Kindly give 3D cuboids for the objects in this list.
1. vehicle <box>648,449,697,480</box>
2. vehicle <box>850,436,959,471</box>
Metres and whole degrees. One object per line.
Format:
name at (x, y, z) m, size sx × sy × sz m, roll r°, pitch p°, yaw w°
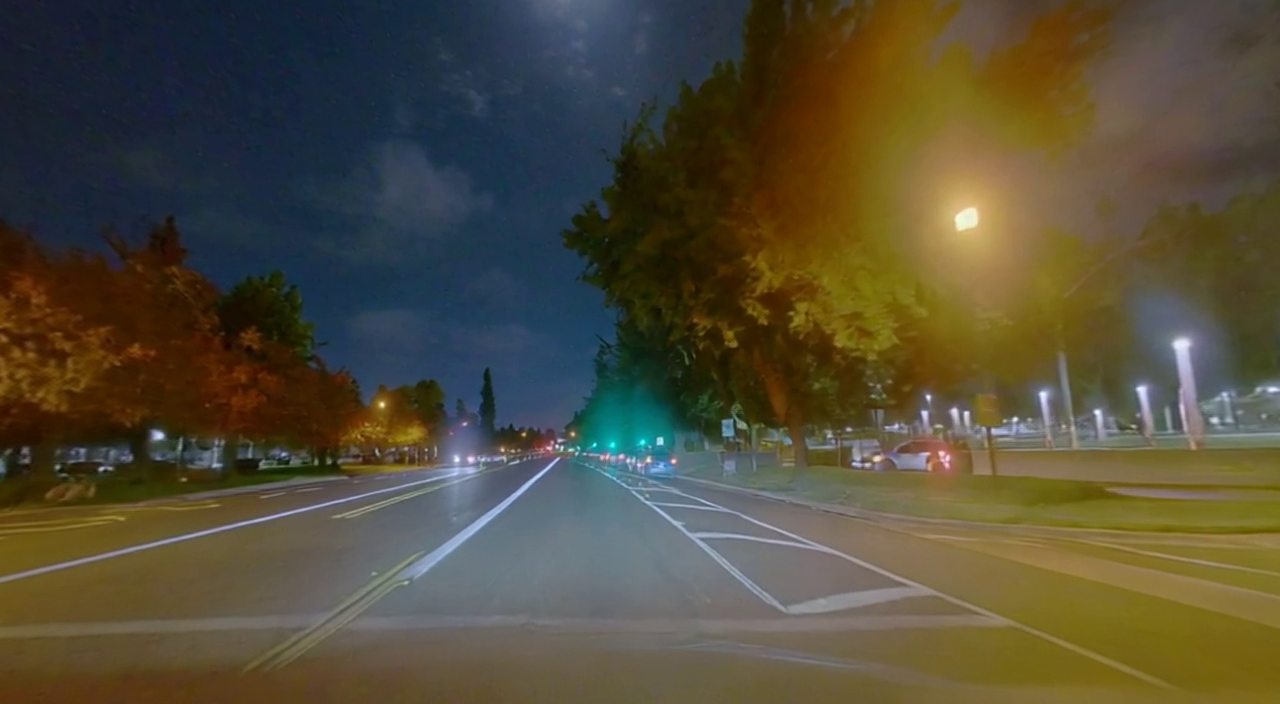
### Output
vehicle at (1.638, 5.892, 33.352) m, size 1.866 × 1.492 × 4.093 m, roll 1°, pitch -8°, yaw -7°
vehicle at (12.137, 4.678, 29.152) m, size 4.201 × 1.546 × 1.749 m, roll 0°, pitch -8°, yaw -5°
